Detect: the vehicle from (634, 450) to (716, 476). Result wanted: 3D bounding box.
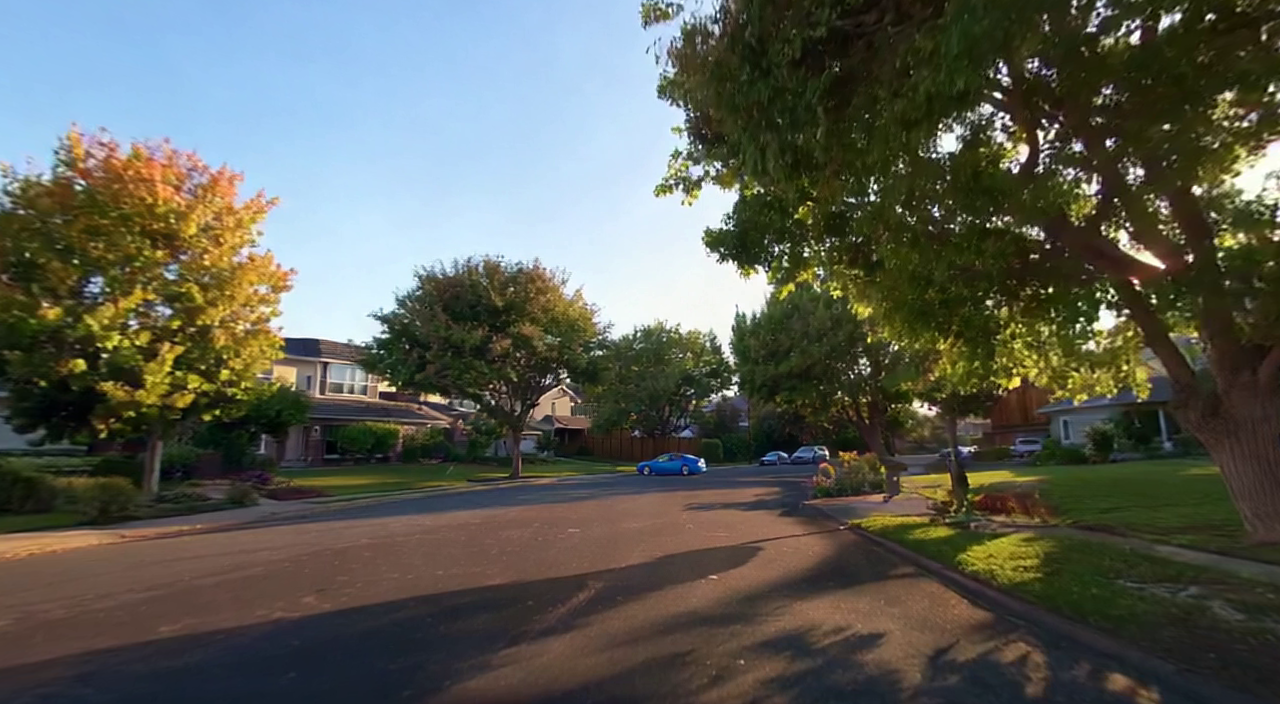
[{"bbox_3d":[2.153,6.823,39.020,4.653,1.480,1.871,-4,-9,23],"label":"vehicle"}]
